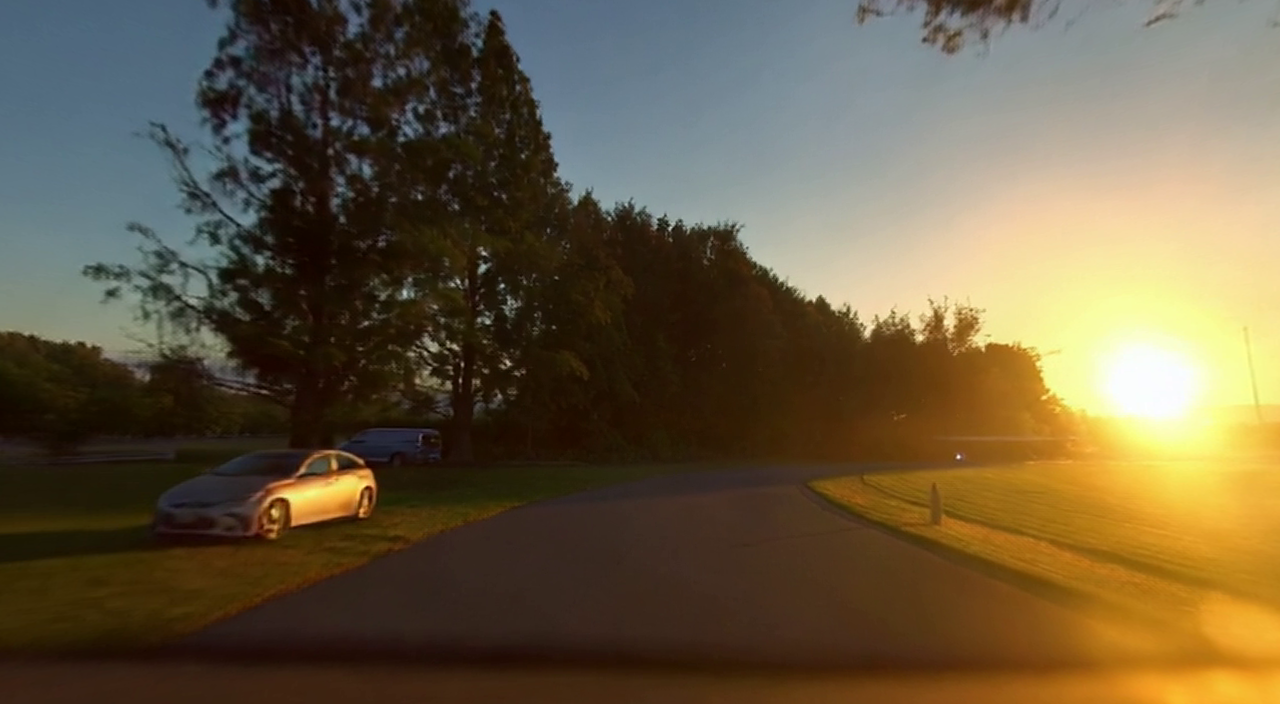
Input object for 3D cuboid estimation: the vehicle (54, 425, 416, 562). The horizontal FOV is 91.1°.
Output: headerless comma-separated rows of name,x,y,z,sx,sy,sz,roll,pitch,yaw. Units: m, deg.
vehicle,-5.436,1.983,9.529,2.166,1.512,4.822,0,-9,2
